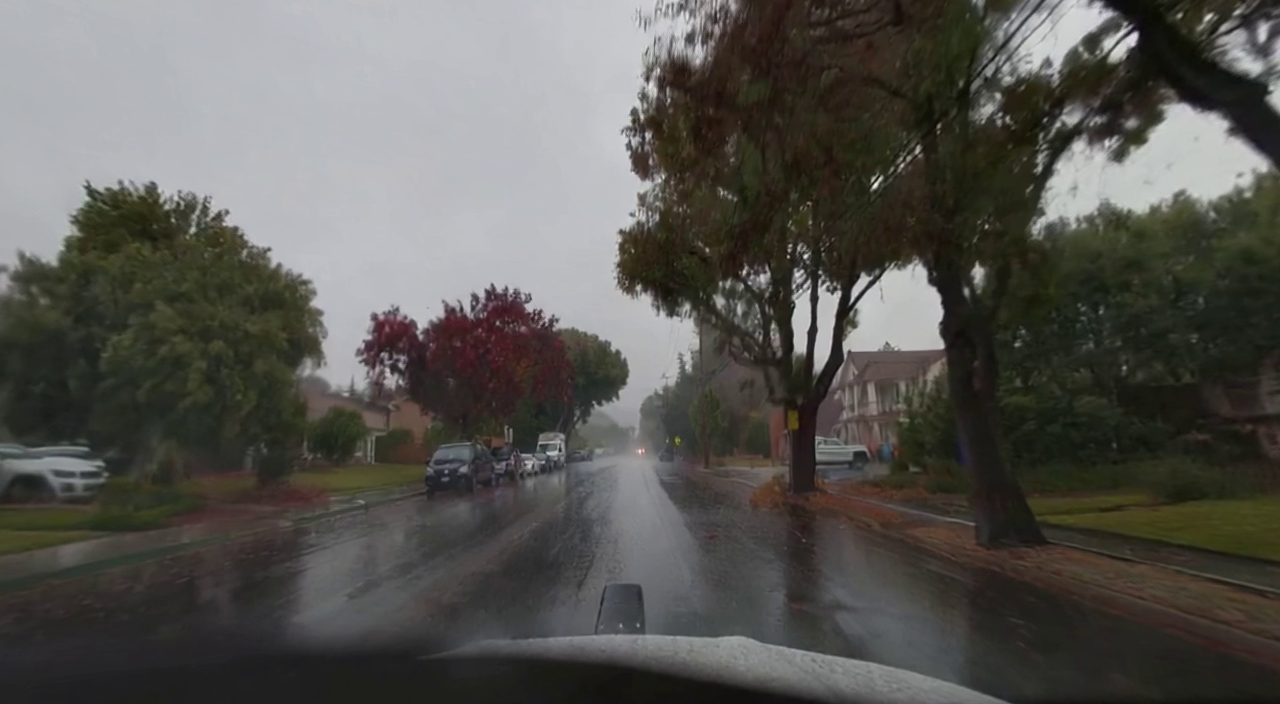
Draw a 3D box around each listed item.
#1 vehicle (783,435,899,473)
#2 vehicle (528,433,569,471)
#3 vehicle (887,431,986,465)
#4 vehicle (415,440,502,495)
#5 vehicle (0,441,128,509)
[{"bbox_3d":[9.762,4.985,30.973,4.979,1.769,1.943,0,-9,-1],"label":"vehicle"},{"bbox_3d":[-7.118,7.936,49.934,2.439,2.724,5.647,-1,-10,0],"label":"vehicle"},{"bbox_3d":[18.986,6.159,40.562,5.215,1.910,2.031,-1,-11,-3],"label":"vehicle"},{"bbox_3d":[-6.756,4.354,24.022,1.922,1.801,4.516,-2,-9,1],"label":"vehicle"},{"bbox_3d":[-17.628,3.597,19.050,1.978,1.744,5.108,4,-9,-24],"label":"vehicle"}]
